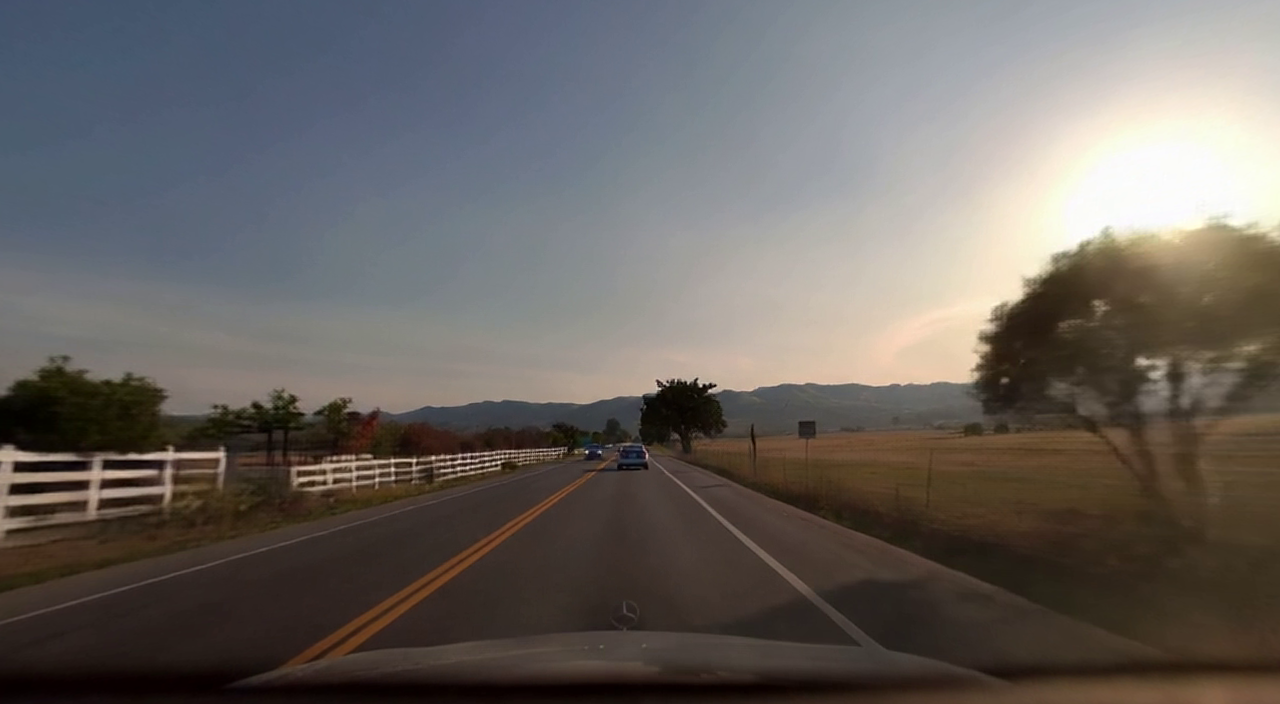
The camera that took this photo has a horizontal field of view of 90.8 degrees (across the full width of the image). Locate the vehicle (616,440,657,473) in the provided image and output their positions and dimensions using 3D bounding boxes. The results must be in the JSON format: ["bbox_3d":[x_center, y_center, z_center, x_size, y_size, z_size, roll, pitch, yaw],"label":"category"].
[{"bbox_3d":[-0.195,5.803,35.310,2.158,1.669,4.006,0,-8,-1],"label":"vehicle"}]
